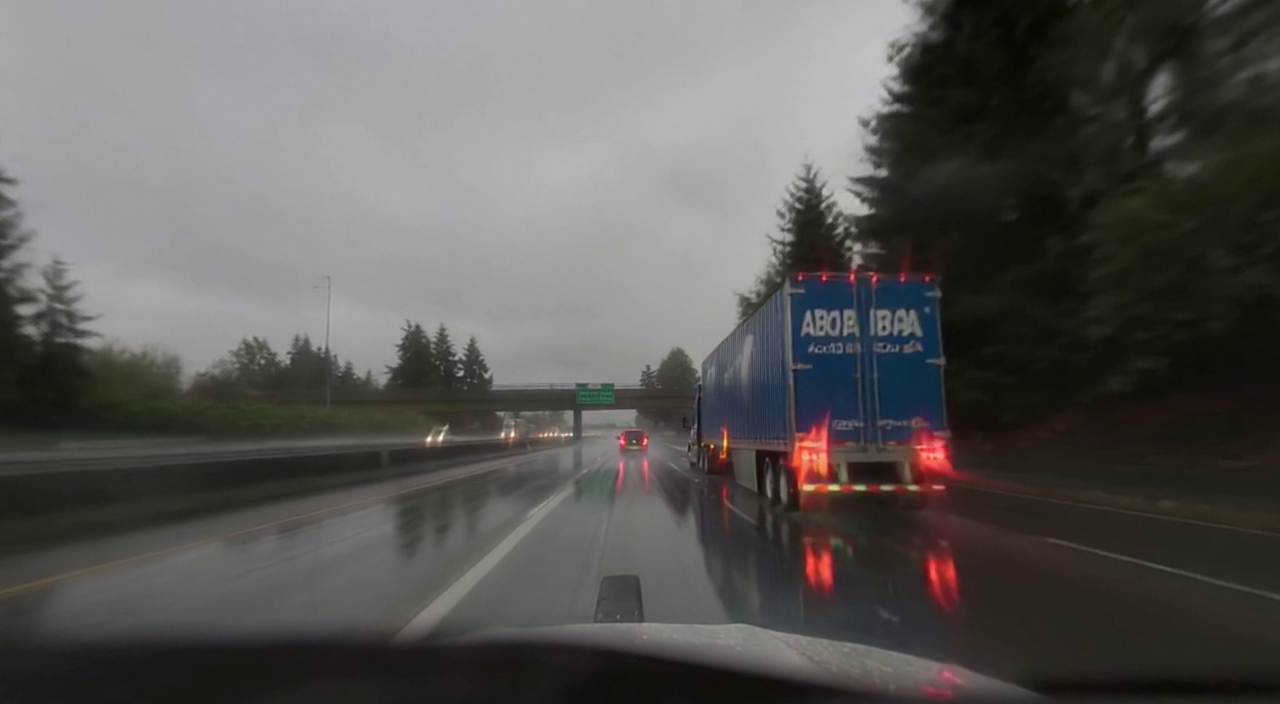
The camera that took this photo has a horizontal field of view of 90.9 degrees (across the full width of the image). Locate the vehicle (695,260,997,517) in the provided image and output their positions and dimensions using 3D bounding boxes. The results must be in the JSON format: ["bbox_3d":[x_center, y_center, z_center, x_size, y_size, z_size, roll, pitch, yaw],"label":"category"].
[{"bbox_3d":[3.787,1.458,16.861,2.987,4.021,14.105,0,-8,-2],"label":"vehicle"}]

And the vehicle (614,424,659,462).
[{"bbox_3d":[-0.236,4.943,34.453,2.277,1.913,4.510,0,-8,-1],"label":"vehicle"}]
